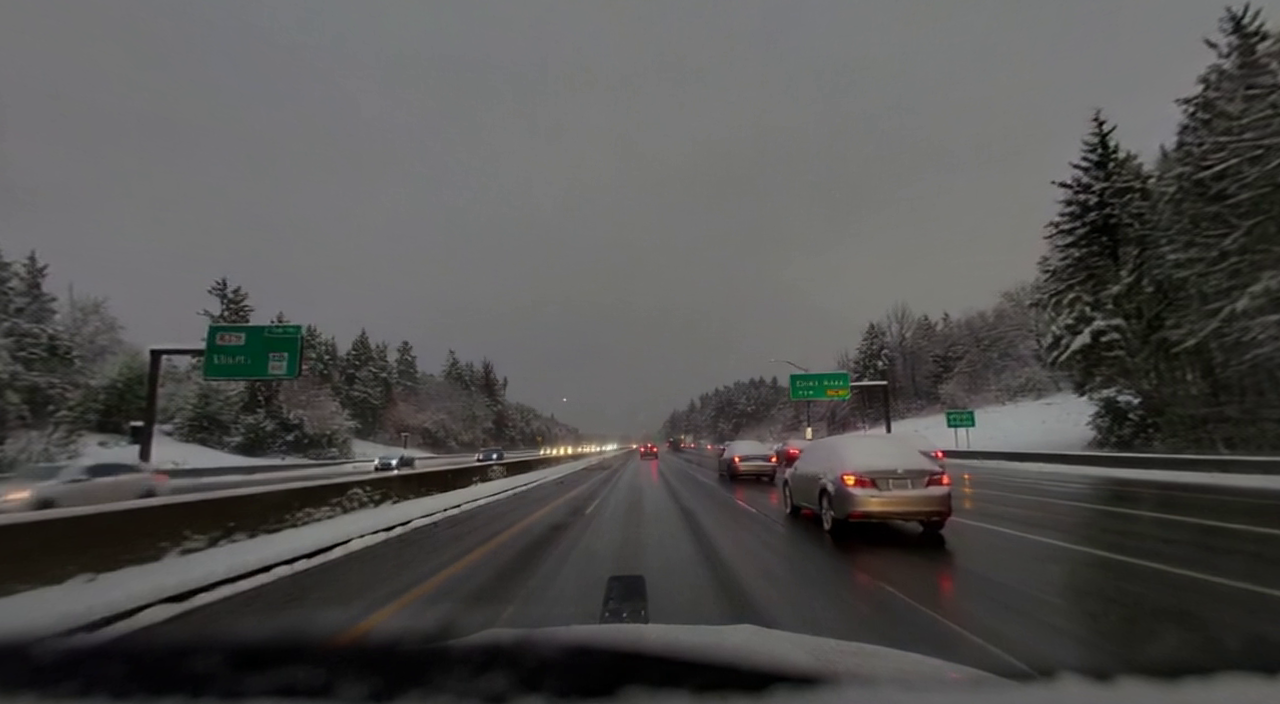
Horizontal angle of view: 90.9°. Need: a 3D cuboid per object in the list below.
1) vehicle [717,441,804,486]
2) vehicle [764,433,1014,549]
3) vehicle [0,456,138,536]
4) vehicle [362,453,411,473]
[{"bbox_3d":[4.371,4.133,23.745,2.223,1.483,5.075,0,-8,-1],"label":"vehicle"},{"bbox_3d":[3.664,2.140,10.480,2.198,1.467,4.675,0,-8,-1],"label":"vehicle"},{"bbox_3d":[-13.189,2.909,12.900,1.902,1.474,4.752,0,-8,1],"label":"vehicle"},{"bbox_3d":[-19.888,8.684,49.645,1.849,1.463,4.477,0,-8,2],"label":"vehicle"}]
